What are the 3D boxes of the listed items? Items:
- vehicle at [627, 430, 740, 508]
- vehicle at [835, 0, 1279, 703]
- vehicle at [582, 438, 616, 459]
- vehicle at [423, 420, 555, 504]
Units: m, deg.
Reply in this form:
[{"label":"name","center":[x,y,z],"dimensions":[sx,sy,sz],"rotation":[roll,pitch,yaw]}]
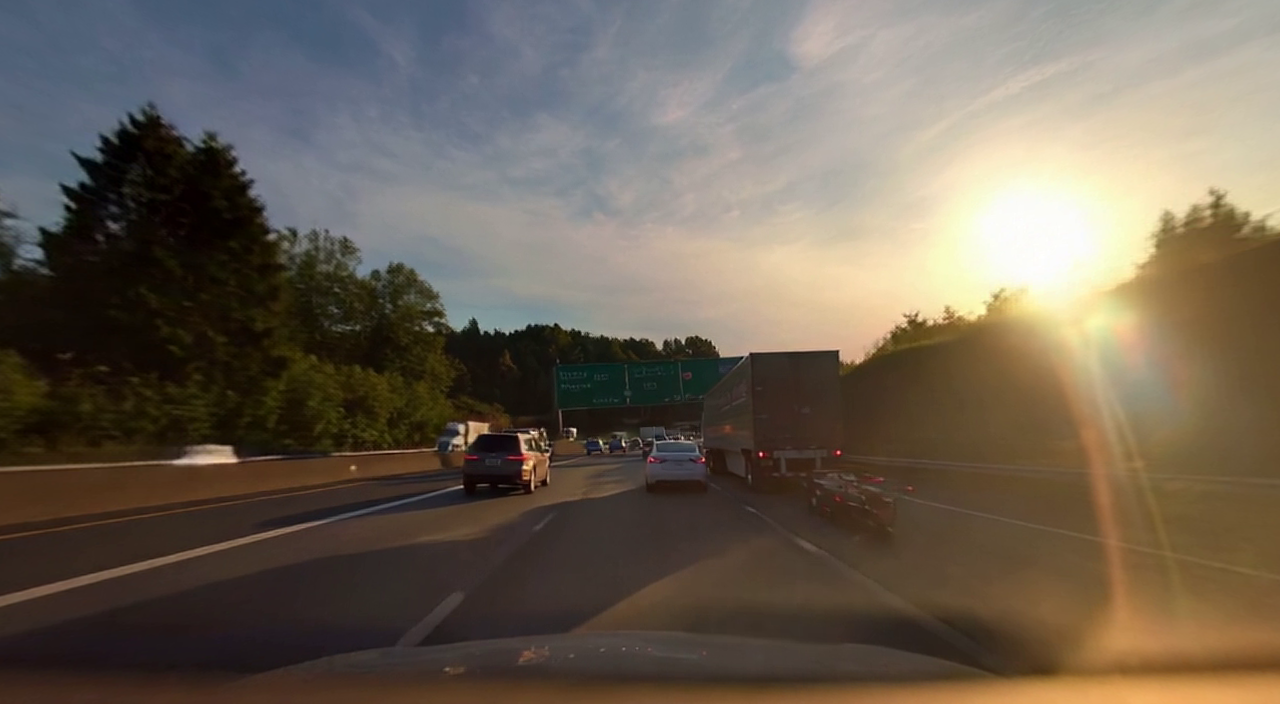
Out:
[{"label":"vehicle","center":[0.848,2.568,14.419],"dimensions":[2.200,1.495,4.282],"rotation":[0,-8,0]},{"label":"vehicle","center":[4.545,-0.573,1.820],"dimensions":[2.967,4.347,15.373],"rotation":[0,-8,0]},{"label":"vehicle","center":[-3.151,7.509,49.309],"dimensions":[2.181,1.538,4.169],"rotation":[0,-8,2]},{"label":"vehicle","center":[-3.448,2.605,15.437],"dimensions":[2.006,1.729,4.447],"rotation":[0,-8,2]}]
